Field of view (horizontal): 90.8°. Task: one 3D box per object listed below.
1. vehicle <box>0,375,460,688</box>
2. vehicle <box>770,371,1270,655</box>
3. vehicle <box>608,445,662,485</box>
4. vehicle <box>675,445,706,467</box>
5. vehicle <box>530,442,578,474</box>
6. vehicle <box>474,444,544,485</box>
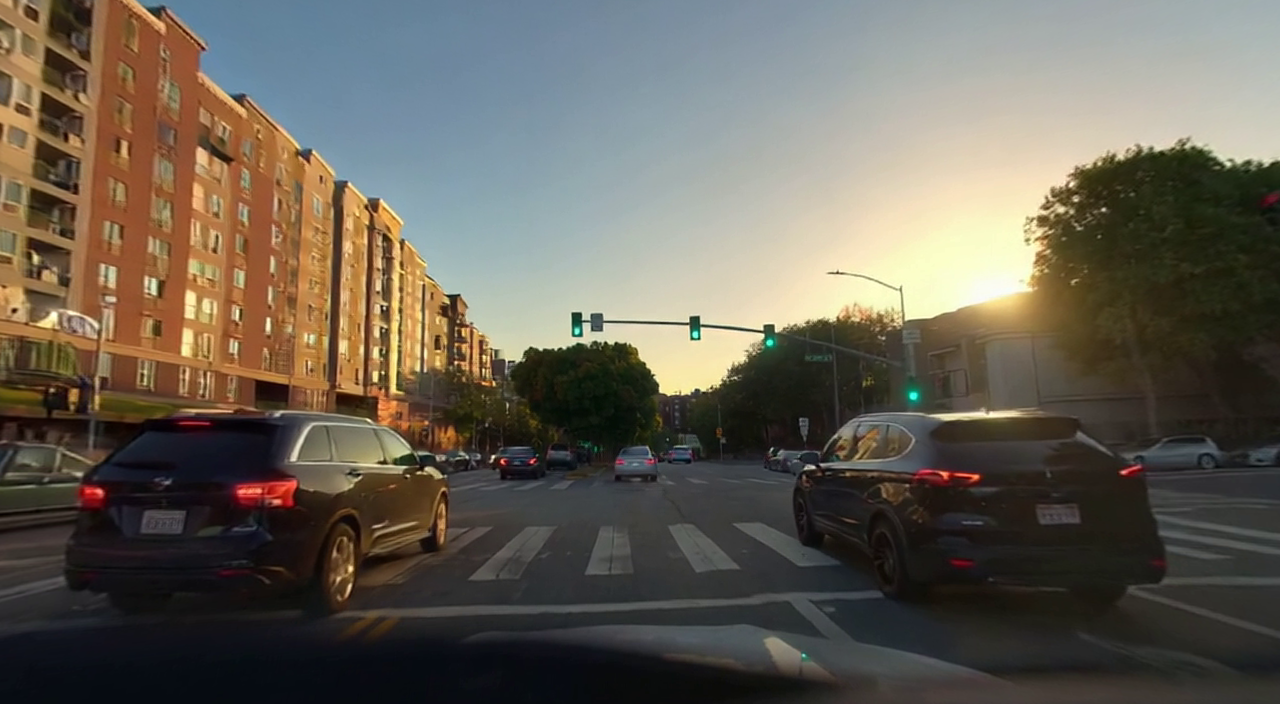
[{"bbox_3d":[-3.337,1.407,6.200,2.031,1.873,4.581,0,-8,-3],"label":"vehicle"},{"bbox_3d":[3.006,1.395,6.614,2.129,1.844,4.767,0,-8,-2],"label":"vehicle"},{"bbox_3d":[-0.229,4.590,26.101,2.059,1.492,4.033,0,-8,-1],"label":"vehicle"},{"bbox_3d":[3.824,7.952,48.462,1.906,1.608,4.050,0,-8,-1],"label":"vehicle"},{"bbox_3d":[-5.153,6.414,38.506,2.275,1.816,4.923,0,-8,-1],"label":"vehicle"},{"bbox_3d":[-5.665,4.918,27.907,2.062,1.532,4.830,-3,-9,0],"label":"vehicle"}]
